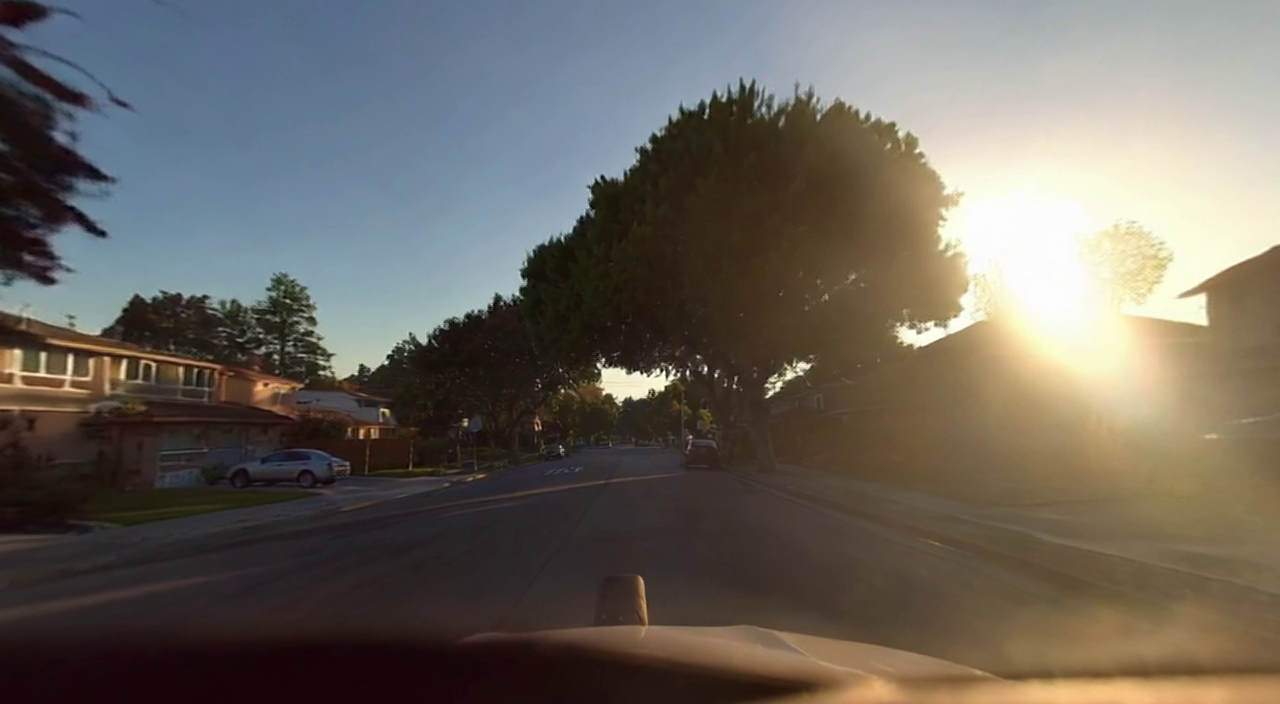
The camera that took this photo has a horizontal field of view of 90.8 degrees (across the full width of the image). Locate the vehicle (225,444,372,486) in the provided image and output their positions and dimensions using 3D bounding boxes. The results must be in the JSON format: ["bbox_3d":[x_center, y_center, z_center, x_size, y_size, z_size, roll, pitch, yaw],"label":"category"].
[{"bbox_3d":[-13.279,4.407,24.842,4.572,1.522,1.999,0,-9,-3],"label":"vehicle"}]

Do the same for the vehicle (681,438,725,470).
[{"bbox_3d":[3.249,5.342,33.178,1.975,1.528,4.000,0,-9,1],"label":"vehicle"}]
